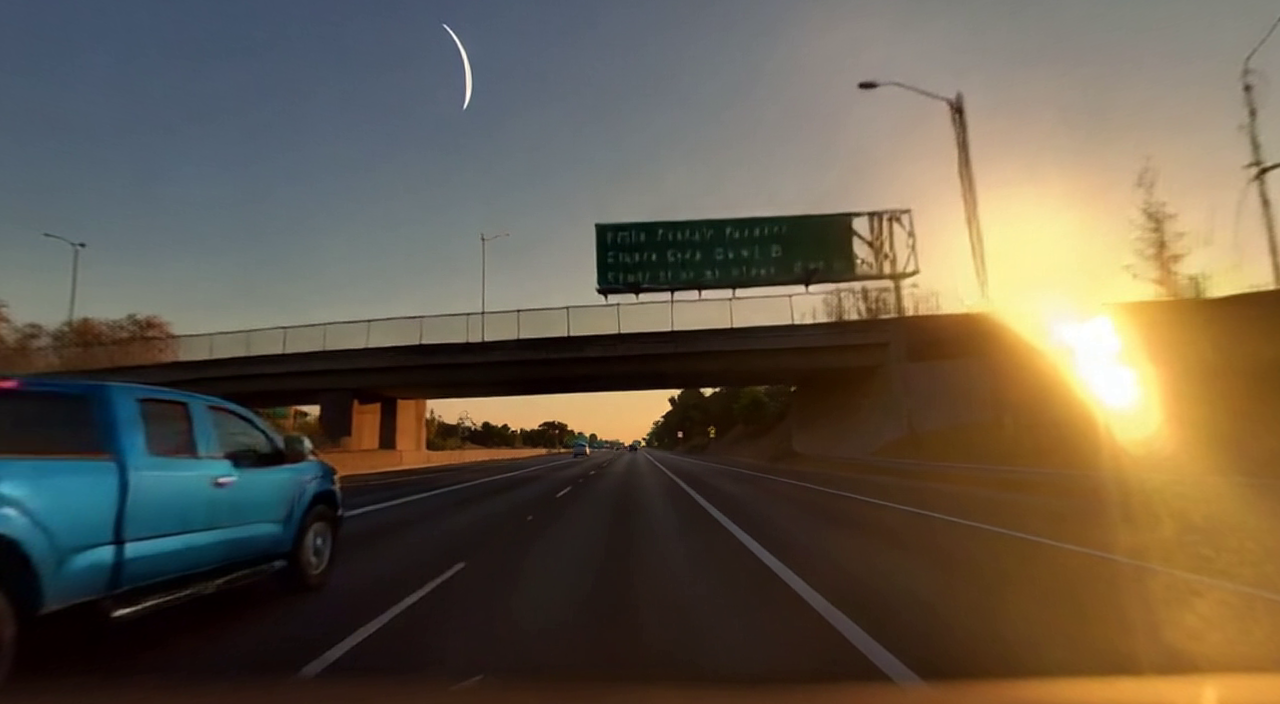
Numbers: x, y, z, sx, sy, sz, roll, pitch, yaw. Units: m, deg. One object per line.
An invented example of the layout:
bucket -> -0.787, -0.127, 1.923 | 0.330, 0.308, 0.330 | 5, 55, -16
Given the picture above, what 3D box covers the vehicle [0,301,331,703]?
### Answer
vehicle -> -4.282, 0.790, 3.096 | 2.529, 2.003, 5.904 | 0, -8, 0
